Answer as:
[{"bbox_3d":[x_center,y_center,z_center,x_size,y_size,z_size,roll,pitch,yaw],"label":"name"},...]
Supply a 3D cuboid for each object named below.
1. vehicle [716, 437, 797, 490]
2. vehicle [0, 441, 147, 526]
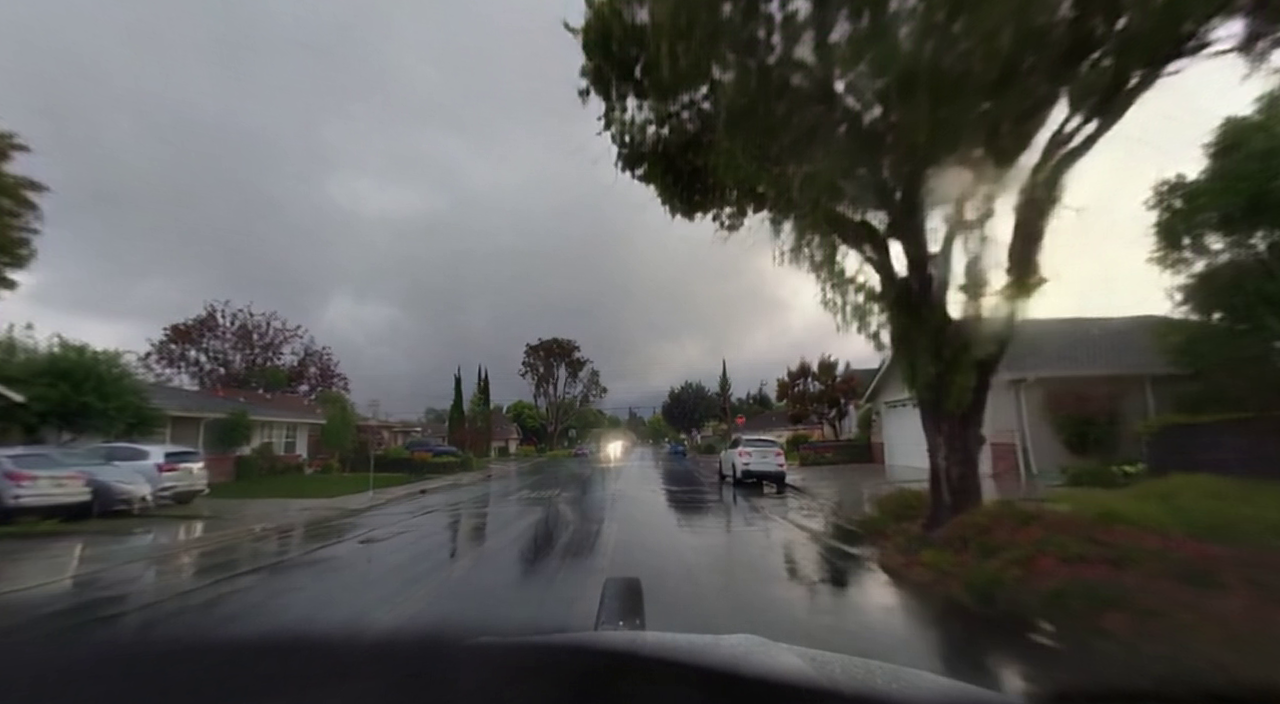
[{"bbox_3d":[3.656,3.572,20.583,1.975,1.528,4.000,0,-9,2],"label":"vehicle"},{"bbox_3d":[-12.909,2.526,12.443,4.572,1.522,1.999,1,-9,-4],"label":"vehicle"}]
